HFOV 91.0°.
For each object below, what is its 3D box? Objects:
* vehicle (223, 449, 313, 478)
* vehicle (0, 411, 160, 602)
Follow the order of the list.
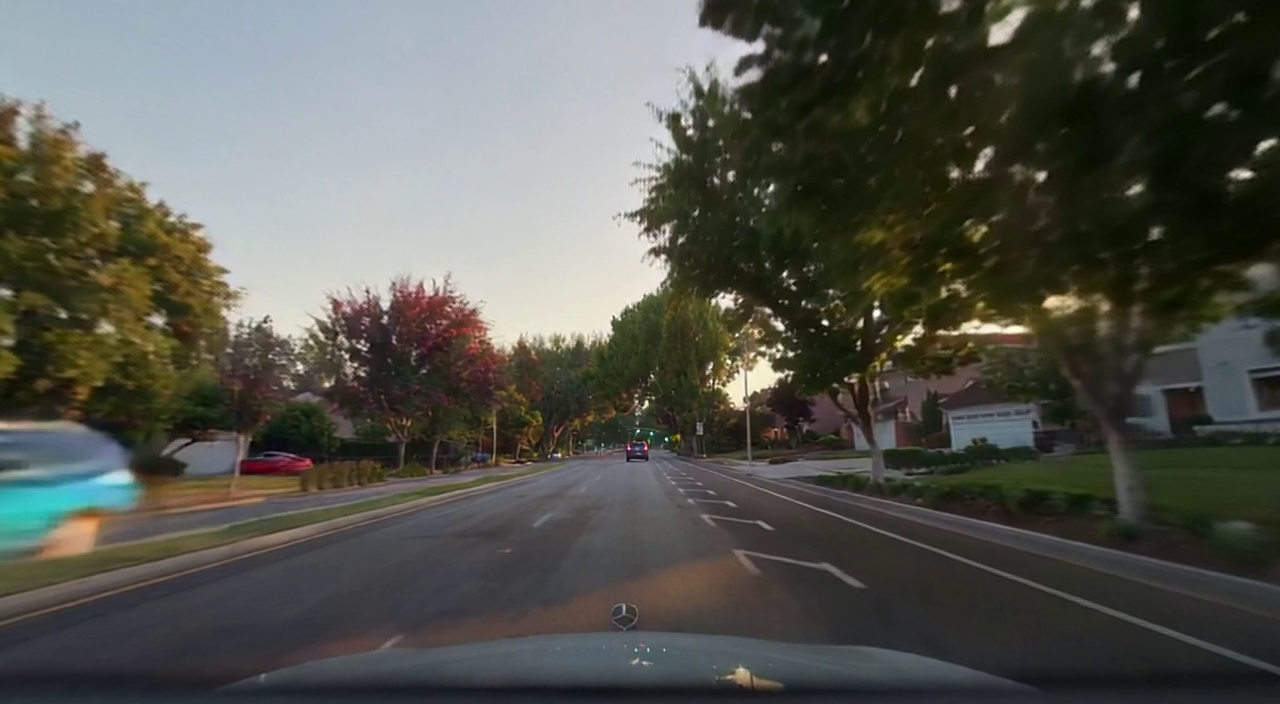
[{"bbox_3d":[-24.450,7.318,41.430,4.605,1.682,2.105,-2,-8,2],"label":"vehicle"},{"bbox_3d":[-7.128,1.424,5.687,2.165,1.785,4.222,0,-8,0],"label":"vehicle"}]
